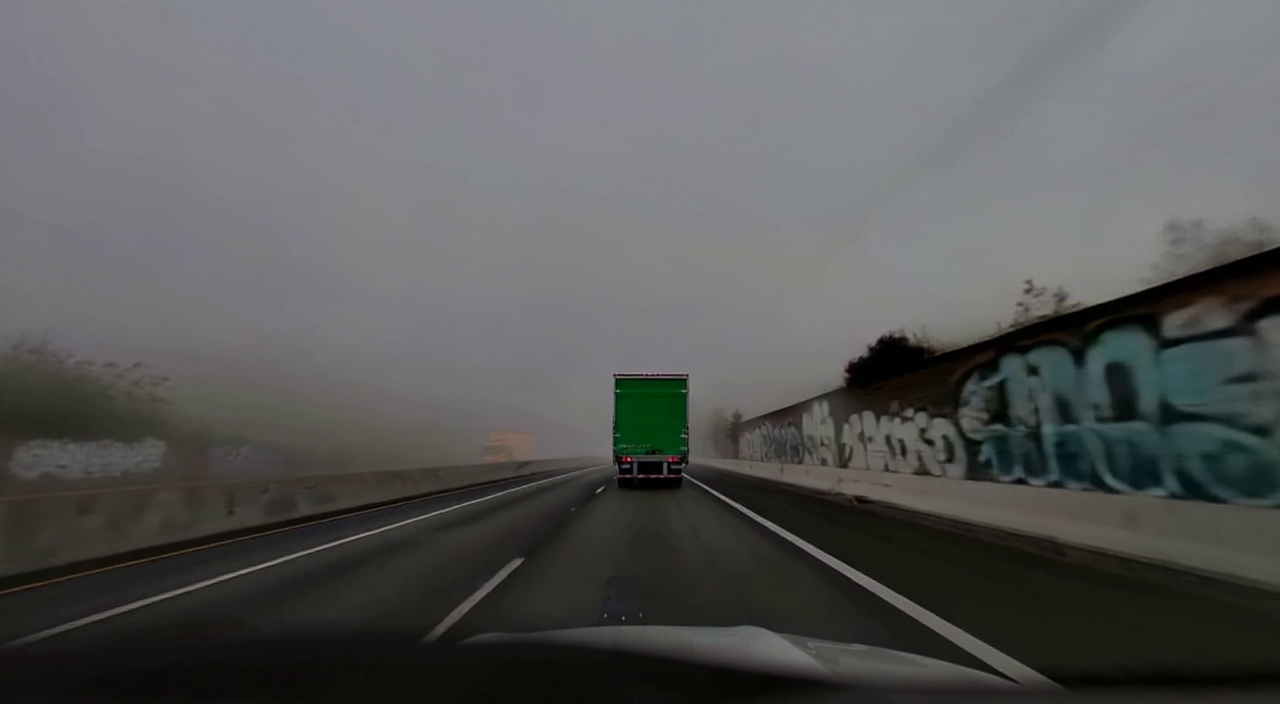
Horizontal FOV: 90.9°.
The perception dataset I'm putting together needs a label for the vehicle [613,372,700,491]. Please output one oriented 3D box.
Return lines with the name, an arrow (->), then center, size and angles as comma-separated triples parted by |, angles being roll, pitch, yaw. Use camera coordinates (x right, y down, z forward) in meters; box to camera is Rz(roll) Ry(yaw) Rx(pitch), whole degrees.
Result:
vehicle -> 0.435, 3.439, 26.236 | 2.900, 3.955, 10.151 | 0, -9, -1
